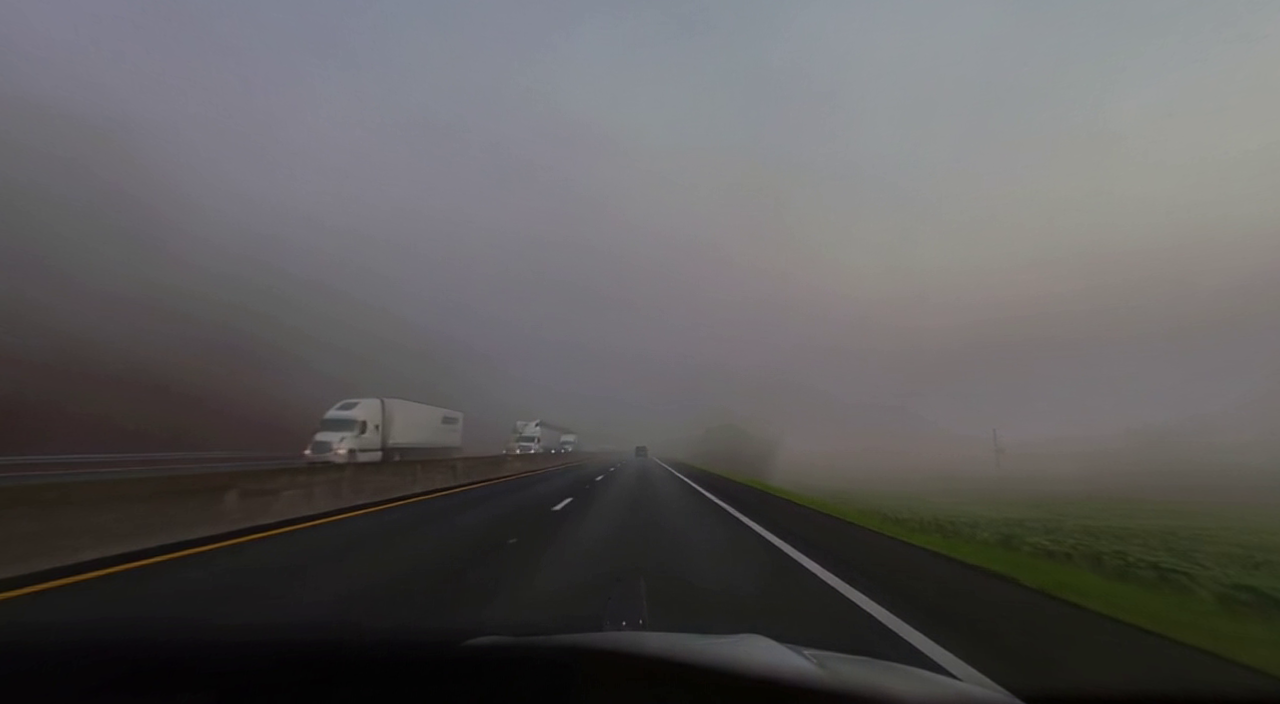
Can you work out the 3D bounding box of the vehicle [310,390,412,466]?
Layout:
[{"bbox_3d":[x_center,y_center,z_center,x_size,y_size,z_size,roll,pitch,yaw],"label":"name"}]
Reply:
[{"bbox_3d":[-15.427,4.363,35.423,2.987,3.859,5.763,0,-9,0],"label":"vehicle"}]
